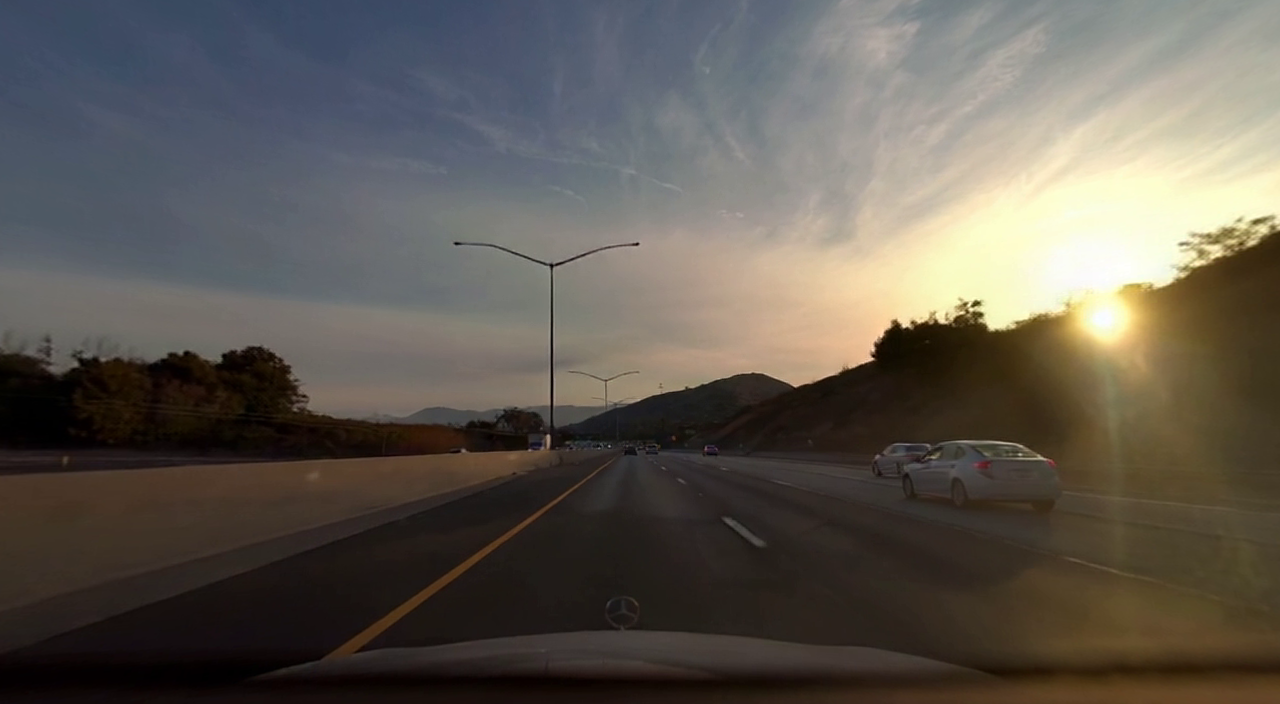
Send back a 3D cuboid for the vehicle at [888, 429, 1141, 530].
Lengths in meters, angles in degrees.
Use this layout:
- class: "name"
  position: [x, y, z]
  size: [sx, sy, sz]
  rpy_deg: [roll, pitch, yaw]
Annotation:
- class: "vehicle"
  position: [6.777, 2.344, 12.243]
  size: [1.901, 1.548, 4.684]
  rpy_deg: [0, -9, -2]
